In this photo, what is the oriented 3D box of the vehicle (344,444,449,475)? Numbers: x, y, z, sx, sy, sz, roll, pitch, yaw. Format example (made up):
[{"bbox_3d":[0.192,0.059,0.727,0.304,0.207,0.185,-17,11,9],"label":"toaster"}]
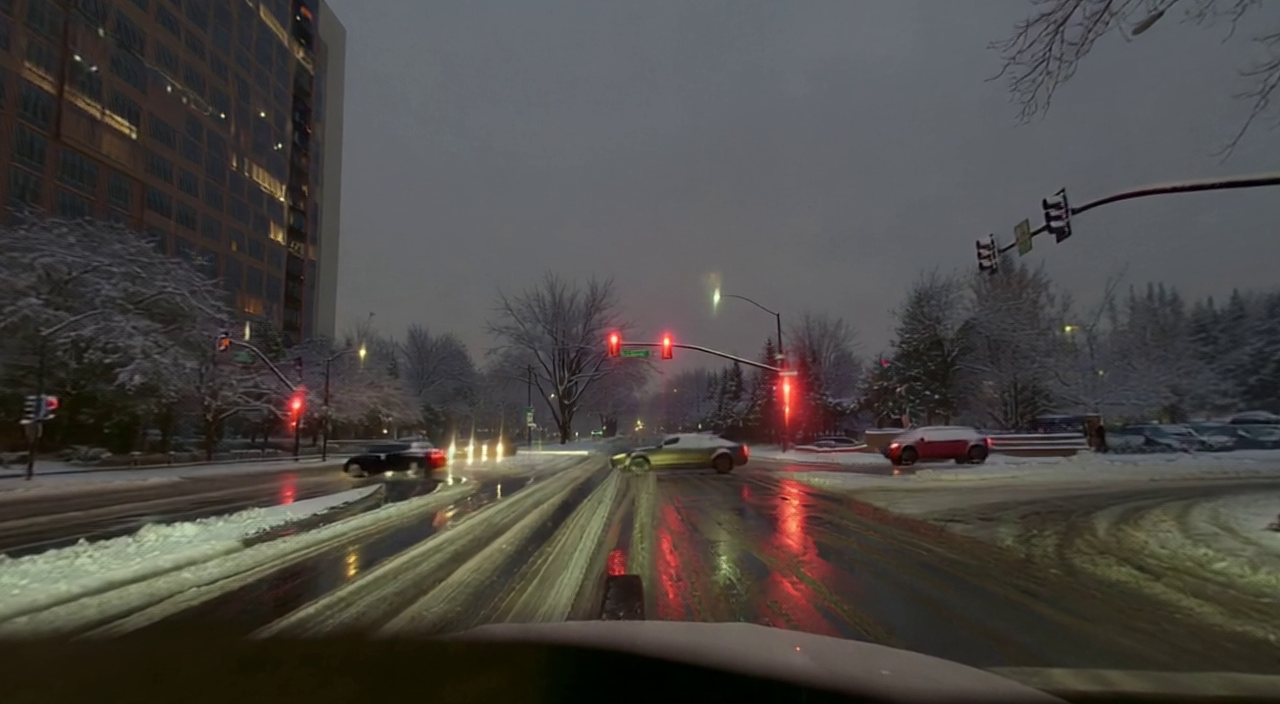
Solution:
[{"bbox_3d":[-10.968,4.838,28.622,4.046,1.306,1.719,-1,-8,2],"label":"vehicle"}]

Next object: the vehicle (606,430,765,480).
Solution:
[{"bbox_3d":[1.414,3.343,20.726,4.916,1.504,1.846,1,-9,-8],"label":"vehicle"}]

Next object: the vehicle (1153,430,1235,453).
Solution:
[{"bbox_3d":[36.565,5.933,41.824,1.726,1.429,4.163,-1,-8,2],"label":"vehicle"}]

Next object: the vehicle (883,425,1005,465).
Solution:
[{"bbox_3d":[13.656,4.226,28.664,4.571,1.698,1.977,-2,-9,13],"label":"vehicle"}]

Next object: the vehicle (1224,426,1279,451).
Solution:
[{"bbox_3d":[42.254,5.763,41.928,2.037,1.614,5.175,0,-8,0],"label":"vehicle"}]

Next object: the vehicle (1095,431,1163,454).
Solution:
[{"bbox_3d":[33.210,6.170,43.059,2.090,1.494,4.321,-3,-9,15],"label":"vehicle"}]
